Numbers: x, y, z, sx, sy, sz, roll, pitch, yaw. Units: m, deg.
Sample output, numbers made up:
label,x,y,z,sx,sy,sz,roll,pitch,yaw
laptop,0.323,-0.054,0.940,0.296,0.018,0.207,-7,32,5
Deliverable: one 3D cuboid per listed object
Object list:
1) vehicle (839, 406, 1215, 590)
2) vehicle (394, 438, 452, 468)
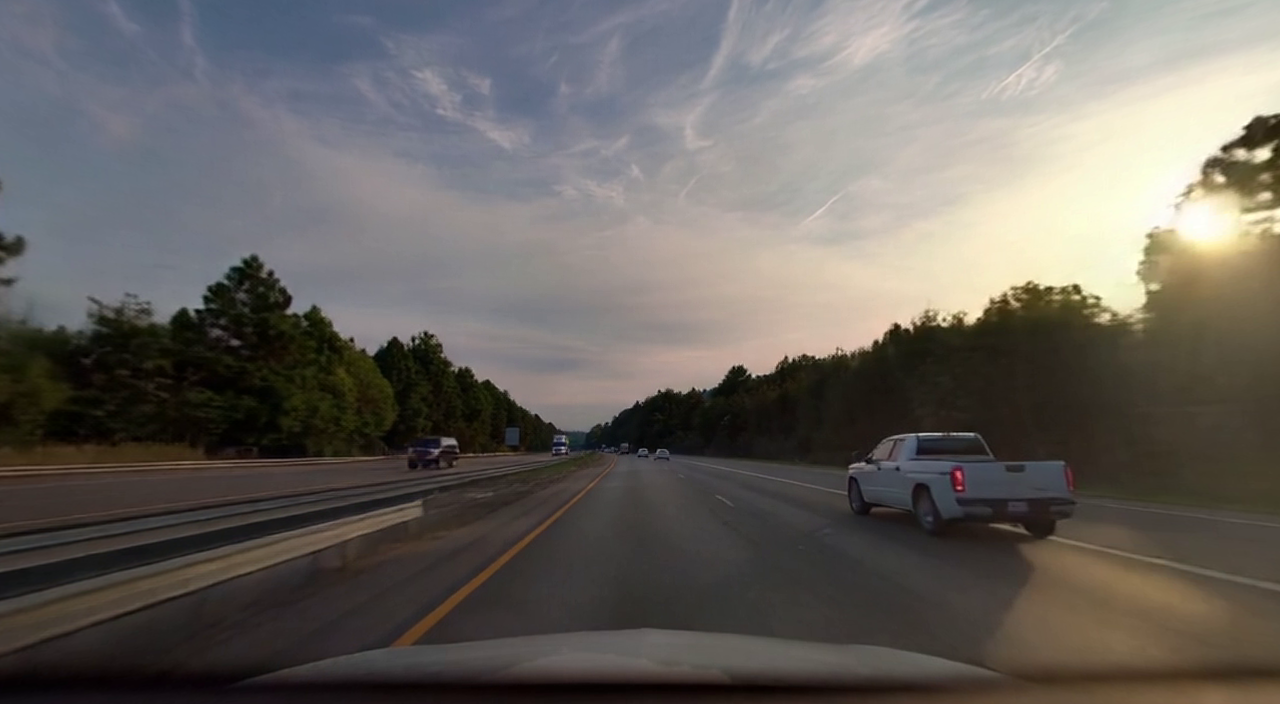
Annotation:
label,x,y,z,sx,sy,sz,roll,pitch,yaw
vehicle,4.266,1.675,8.059,1.933,1.663,4.440,0,-9,0
vehicle,-13.157,6.142,38.431,1.954,1.706,4.514,0,-9,0
